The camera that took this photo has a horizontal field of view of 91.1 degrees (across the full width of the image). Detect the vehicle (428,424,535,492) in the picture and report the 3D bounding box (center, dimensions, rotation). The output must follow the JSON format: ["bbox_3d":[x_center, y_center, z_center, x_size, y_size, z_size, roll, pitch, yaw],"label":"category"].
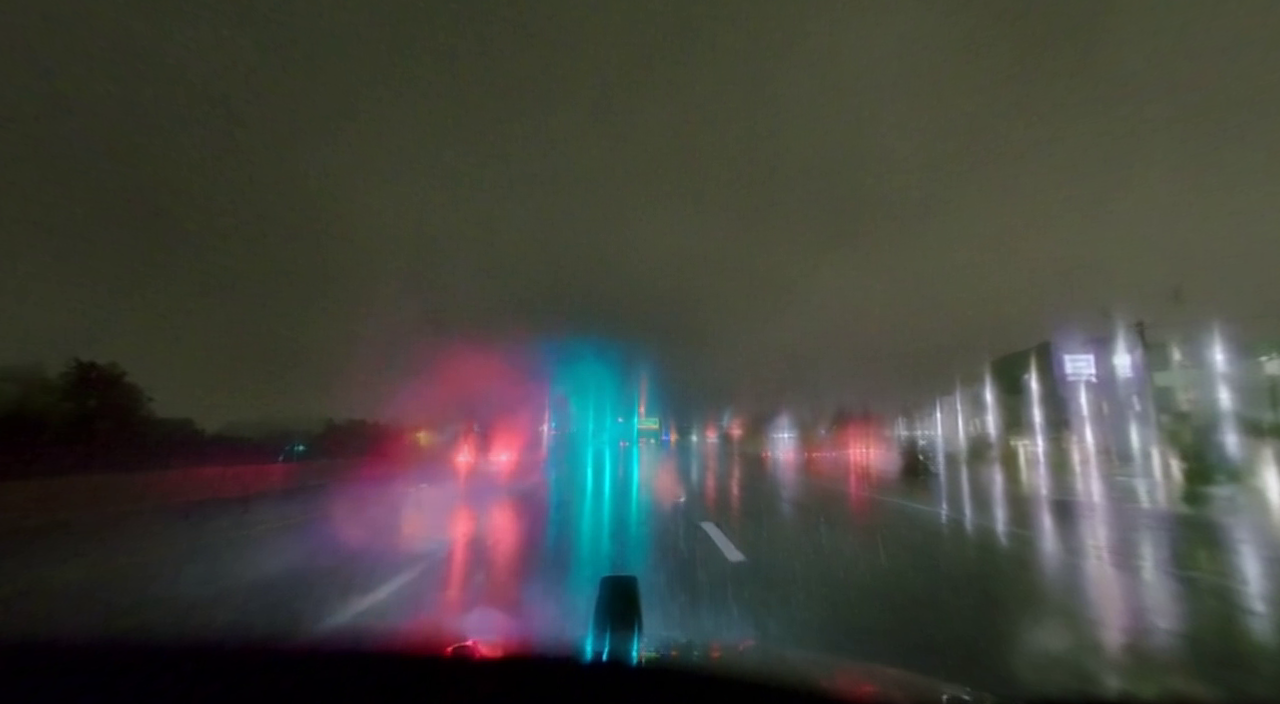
[{"bbox_3d":[-4.364,2.984,18.105,2.063,1.661,4.439,1,-8,-2],"label":"vehicle"}]
